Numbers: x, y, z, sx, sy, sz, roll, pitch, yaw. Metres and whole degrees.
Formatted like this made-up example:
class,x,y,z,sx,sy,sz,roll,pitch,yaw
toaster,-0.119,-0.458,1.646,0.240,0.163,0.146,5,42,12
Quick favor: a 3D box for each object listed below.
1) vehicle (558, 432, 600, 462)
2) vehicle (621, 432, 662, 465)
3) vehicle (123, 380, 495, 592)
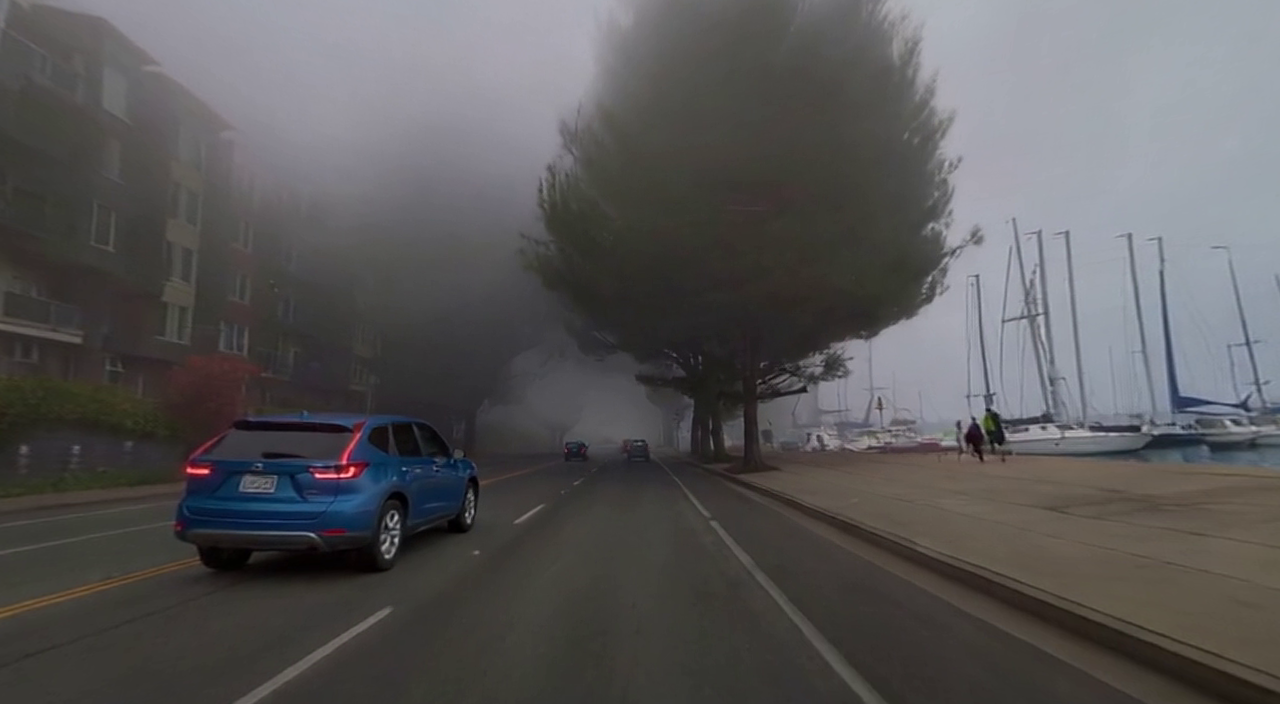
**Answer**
class,x,y,z,sx,sy,sz,roll,pitch,yaw
vehicle,-3.612,5.741,37.972,2.056,1.680,4.205,0,-8,1
vehicle,0.062,5.171,33.910,2.057,1.624,3.726,0,-8,0
vehicle,-3.420,1.508,7.899,2.082,1.817,4.724,0,-8,0
